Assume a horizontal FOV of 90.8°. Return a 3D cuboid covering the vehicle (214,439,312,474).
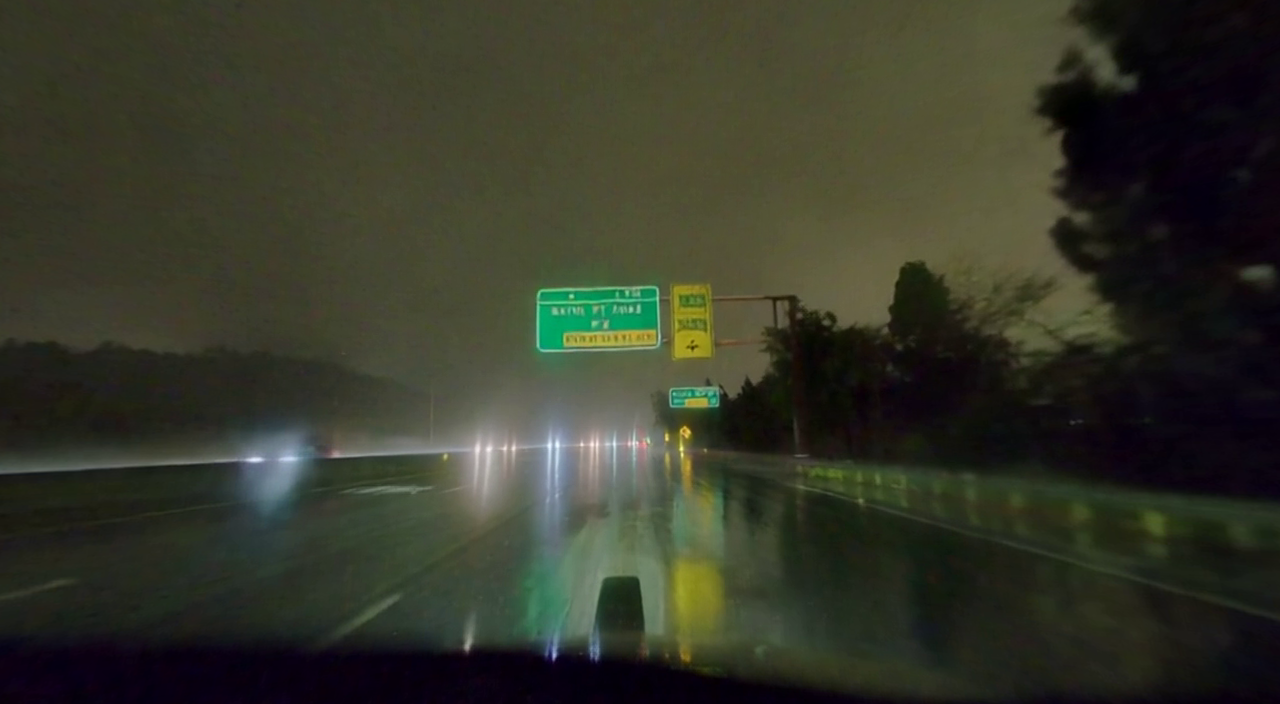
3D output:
[{"bbox_3d":[-18.142,5.014,30.647,2.024,1.517,4.444,0,-8,0],"label":"vehicle"}]
